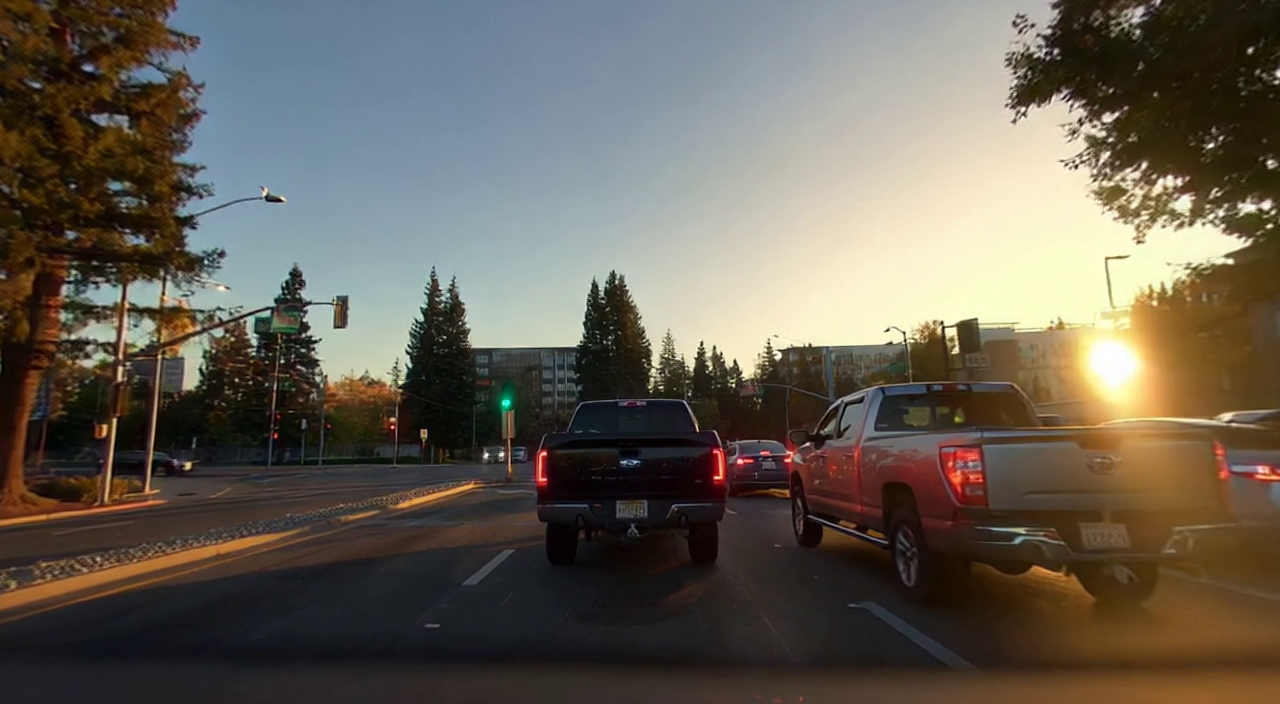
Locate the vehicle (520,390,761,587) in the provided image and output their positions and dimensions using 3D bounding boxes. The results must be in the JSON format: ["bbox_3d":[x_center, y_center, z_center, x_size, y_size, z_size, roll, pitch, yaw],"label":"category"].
[{"bbox_3d":[-0.052,1.643,8.474,2.240,1.821,5.001,0,-9,-1],"label":"vehicle"}]

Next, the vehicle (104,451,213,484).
[{"bbox_3d":[-26.398,6.322,34.852,4.437,1.669,1.936,5,-10,-30],"label":"vehicle"}]

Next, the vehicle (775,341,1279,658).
[{"bbox_3d":[3.331,1.314,6.804,2.412,1.953,5.682,0,-9,-1],"label":"vehicle"}]
